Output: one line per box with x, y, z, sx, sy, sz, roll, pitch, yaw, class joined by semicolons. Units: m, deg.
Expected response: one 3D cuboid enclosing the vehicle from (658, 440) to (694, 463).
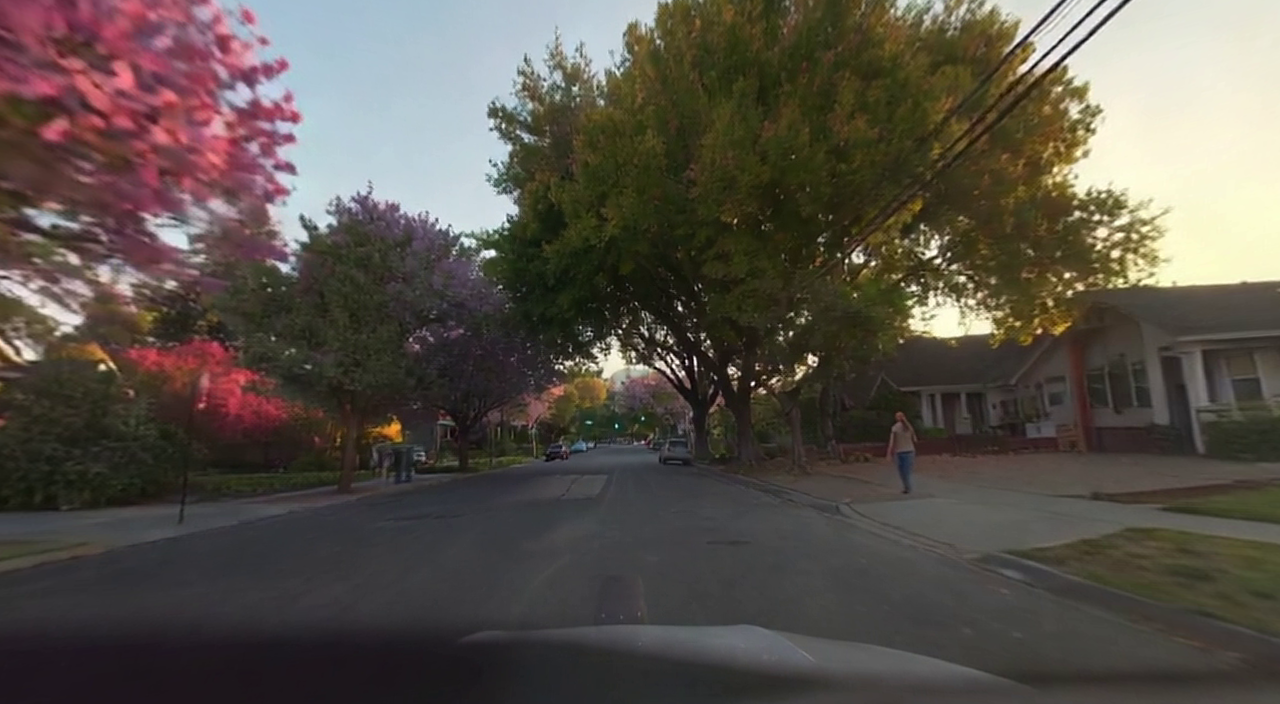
2.352;6.670;42.603;2.022;1.455;4.406;0;-8;-2;vehicle

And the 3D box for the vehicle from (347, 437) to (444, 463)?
-17.211;6.897;44.664;5.902;1.796;2.183;0;-8;-2;vehicle
